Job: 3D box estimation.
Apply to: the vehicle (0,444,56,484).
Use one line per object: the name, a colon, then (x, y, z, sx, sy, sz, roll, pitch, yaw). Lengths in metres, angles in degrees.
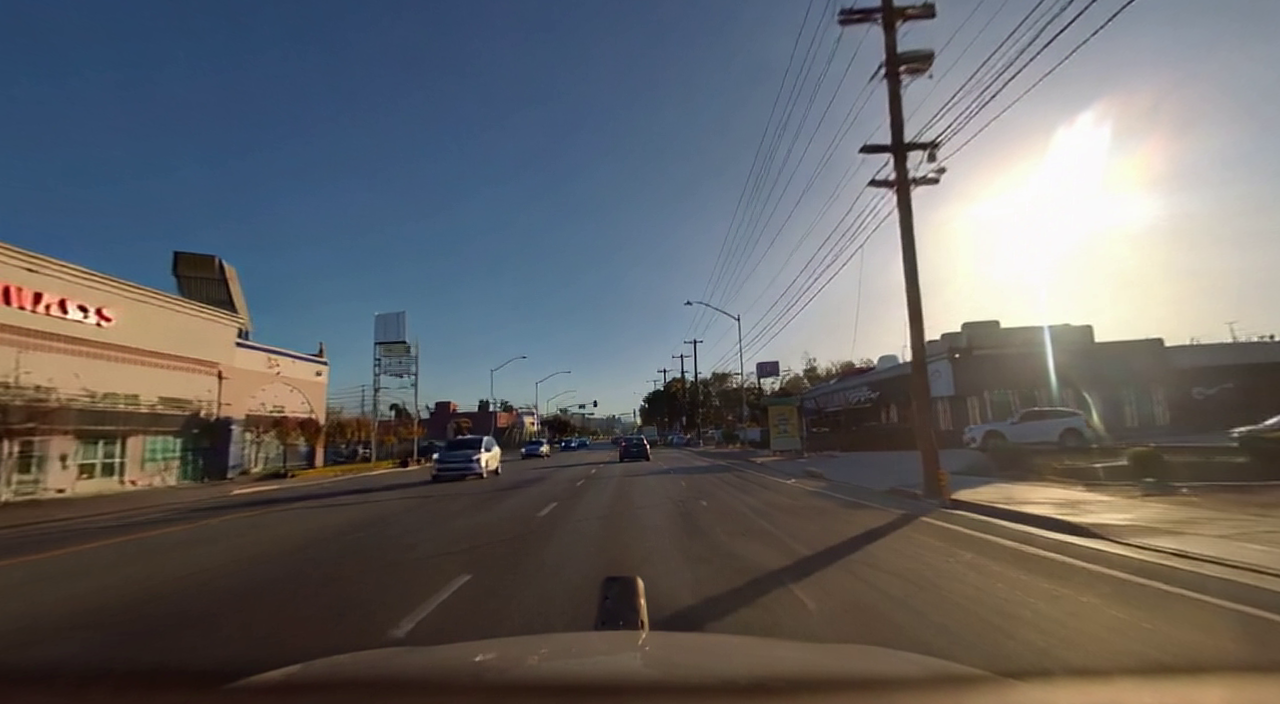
vehicle: (-27.726, 4.895, 27.996, 2.002, 1.592, 4.739, 6, -10, -36)

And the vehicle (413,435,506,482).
vehicle: (-6.373, 3.801, 22.934, 1.987, 1.515, 4.789, 0, -8, 0)

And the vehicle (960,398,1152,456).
vehicle: (13.537, 2.483, 20.812, 4.836, 1.750, 2.079, -1, -8, -1)

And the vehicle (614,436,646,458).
vehicle: (-0.684, 6.551, 43.704, 2.097, 1.472, 4.544, 0, -8, 0)
